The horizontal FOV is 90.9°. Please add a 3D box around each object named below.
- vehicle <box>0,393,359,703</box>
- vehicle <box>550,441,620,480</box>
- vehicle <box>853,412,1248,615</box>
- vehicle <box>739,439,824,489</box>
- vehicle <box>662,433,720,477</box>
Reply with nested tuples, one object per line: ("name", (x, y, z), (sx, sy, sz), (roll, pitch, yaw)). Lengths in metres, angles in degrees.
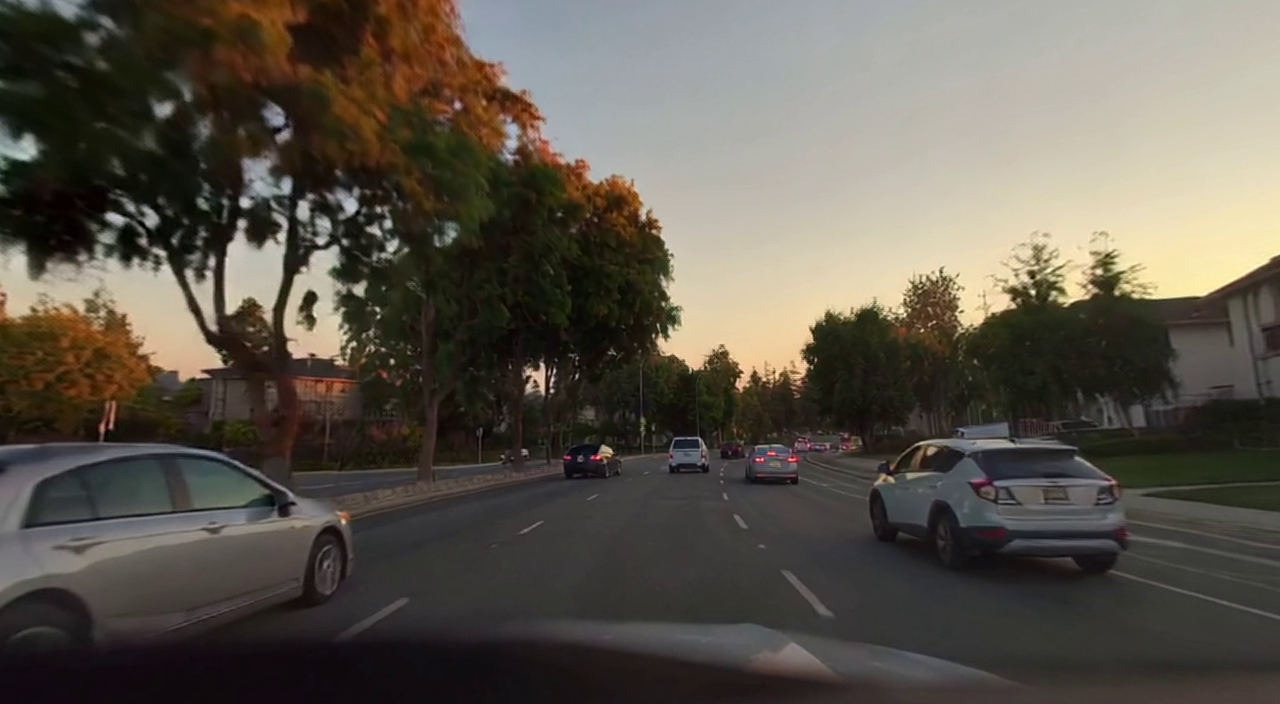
("vehicle", (-3.491, 0.973, 2.861), (2.169, 1.468, 4.716), (-1, -9, 1))
("vehicle", (-2.200, 4.532, 26.560), (2.006, 1.464, 4.586), (-1, -9, 7))
("vehicle", (3.745, 1.502, 6.638), (1.859, 1.540, 3.454), (-1, -8, 2))
("vehicle", (4.587, 3.694, 21.087), (2.117, 1.472, 4.158), (-1, -9, 4))
("vehicle", (2.372, 4.602, 28.288), (2.250, 1.768, 4.574), (-2, -9, 9))
